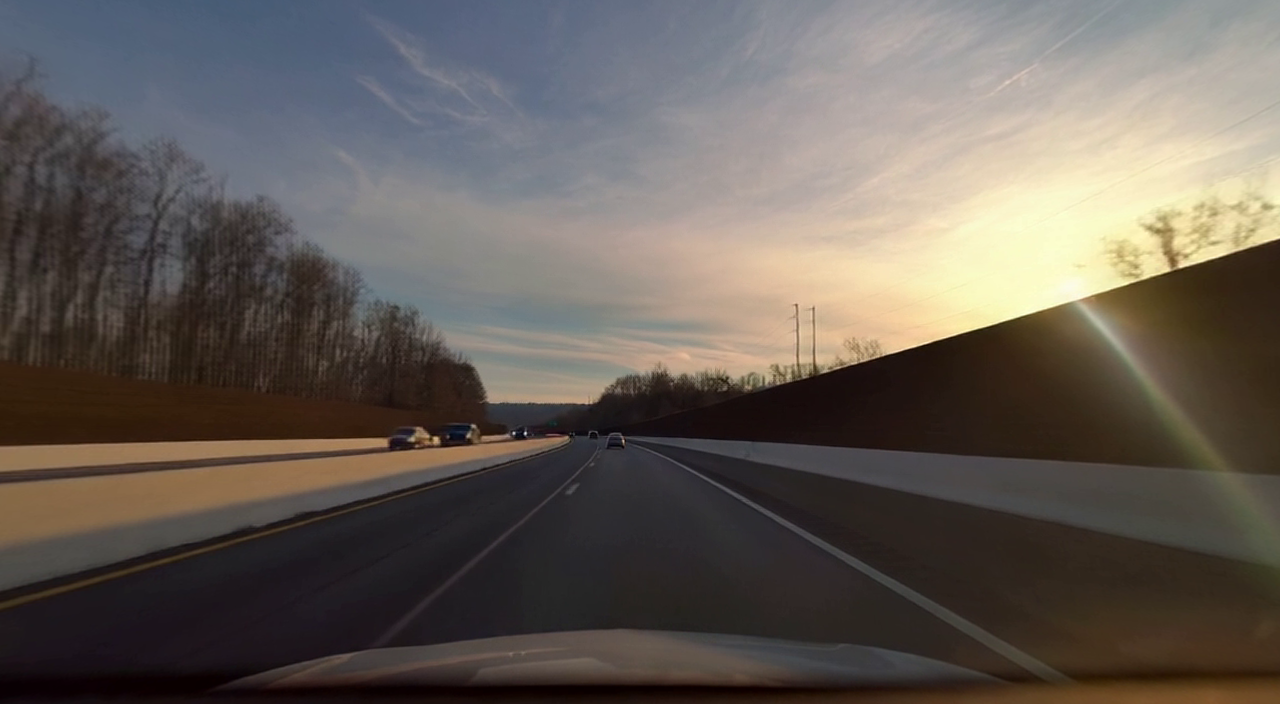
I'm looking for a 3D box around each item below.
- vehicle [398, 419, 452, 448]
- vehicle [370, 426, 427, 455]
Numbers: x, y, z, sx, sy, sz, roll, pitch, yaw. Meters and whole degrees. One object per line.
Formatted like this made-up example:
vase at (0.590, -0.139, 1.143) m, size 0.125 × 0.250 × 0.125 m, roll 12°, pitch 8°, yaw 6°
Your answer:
vehicle at (-16.029, 6.069, 47.218) m, size 2.389 × 1.895 × 4.784 m, roll 4°, pitch -6°, yaw -2°
vehicle at (-15.764, 5.816, 41.355) m, size 2.048 × 1.749 × 4.557 m, roll 0°, pitch -8°, yaw -2°
